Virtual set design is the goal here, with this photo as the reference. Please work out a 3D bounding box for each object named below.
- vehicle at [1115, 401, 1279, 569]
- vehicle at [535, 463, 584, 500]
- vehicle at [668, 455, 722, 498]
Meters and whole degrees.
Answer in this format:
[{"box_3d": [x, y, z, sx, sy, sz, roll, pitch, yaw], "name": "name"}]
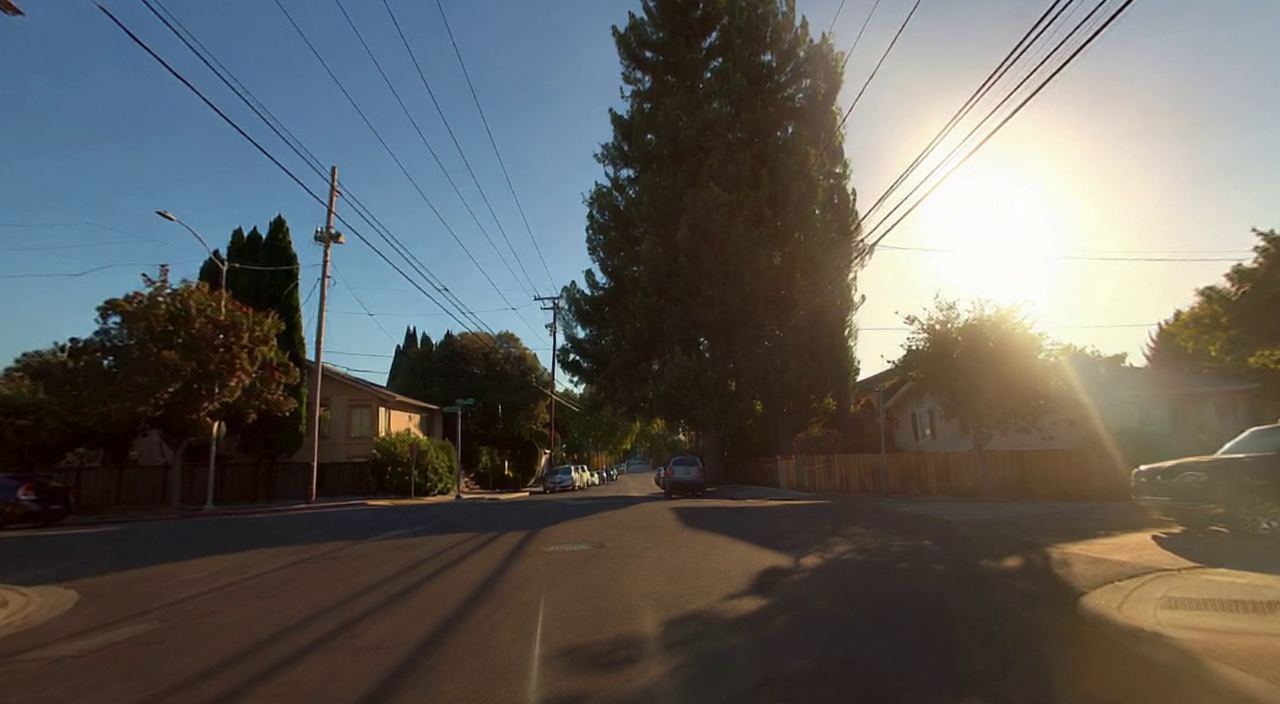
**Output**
[{"box_3d": [9.720, 1.693, 8.488, 4.677, 1.949, 2.334, -1, -8, 3], "name": "vehicle"}, {"box_3d": [-4.299, 7.014, 34.513, 2.189, 1.771, 4.571, 0, -9, -1], "name": "vehicle"}, {"box_3d": [2.598, 6.028, 31.007, 2.051, 1.874, 4.459, 0, -8, -2], "name": "vehicle"}]
